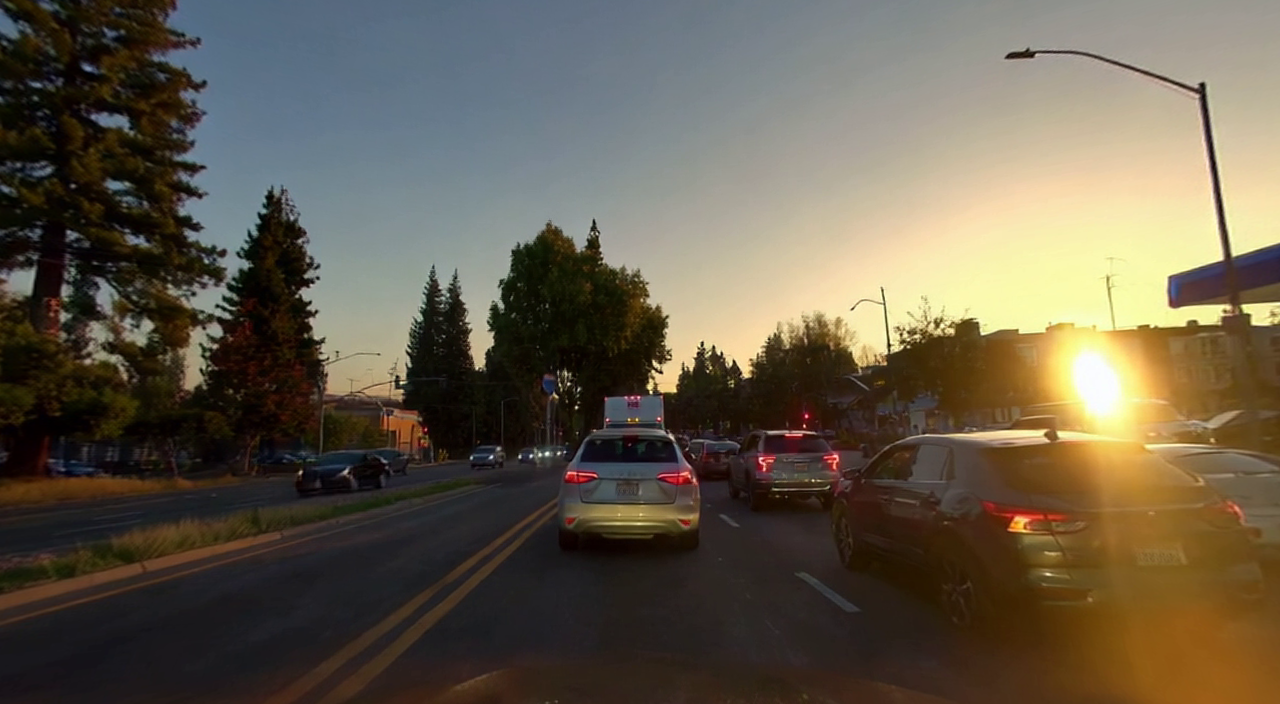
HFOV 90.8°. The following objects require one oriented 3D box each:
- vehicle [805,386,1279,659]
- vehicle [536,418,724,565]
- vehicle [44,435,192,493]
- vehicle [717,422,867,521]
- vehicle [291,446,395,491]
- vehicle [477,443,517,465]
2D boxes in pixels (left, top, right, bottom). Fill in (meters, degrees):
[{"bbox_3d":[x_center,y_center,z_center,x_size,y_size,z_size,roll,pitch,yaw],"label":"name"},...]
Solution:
[{"bbox_3d":[3.361,1.397,6.273,2.056,1.700,4.399,0,-9,-3],"label":"vehicle"},{"bbox_3d":[-0.161,1.849,9.025,2.106,1.613,3.697,0,-9,-1],"label":"vehicle"},{"bbox_3d":[-26.949,5.757,33.051,2.571,2.711,6.027,0,-9,0],"label":"vehicle"},{"bbox_3d":[2.904,2.389,13.092,1.995,1.677,4.106,0,-9,-1],"label":"vehicle"},{"bbox_3d":[-11.380,4.466,24.599,1.955,1.546,4.232,0,-9,0],"label":"vehicle"},{"bbox_3d":[-11.158,7.995,49.638,2.055,1.663,4.637,-1,-9,1],"label":"vehicle"}]
